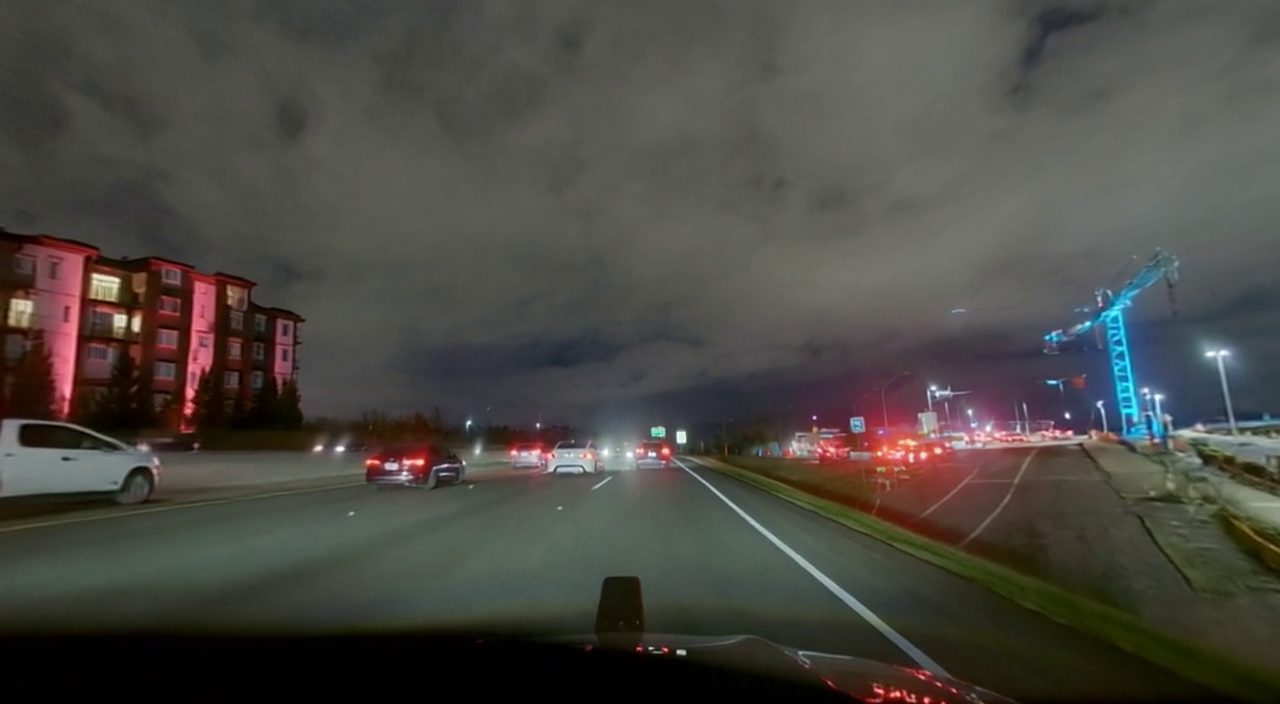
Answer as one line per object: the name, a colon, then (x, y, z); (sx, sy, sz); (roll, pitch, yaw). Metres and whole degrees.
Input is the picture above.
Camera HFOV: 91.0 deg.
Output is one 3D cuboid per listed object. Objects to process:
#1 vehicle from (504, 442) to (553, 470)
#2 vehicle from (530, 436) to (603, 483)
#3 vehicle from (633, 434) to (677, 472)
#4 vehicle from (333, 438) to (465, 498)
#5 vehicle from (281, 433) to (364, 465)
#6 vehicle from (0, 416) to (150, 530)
vehicle: (-6.371, 5.978, 36.404); (1.931, 1.505, 4.386); (0, -8, 1)
vehicle: (-2.754, 4.154, 24.644); (2.109, 1.657, 4.554); (0, -8, 3)
vehicle: (0.756, 5.171, 32.393); (2.116, 1.763, 4.352); (0, -8, 1)
vehicle: (-6.821, 3.314, 18.428); (1.959, 1.486, 4.460); (0, -8, 2)
vehicle: (-18.727, 5.759, 37.492); (1.983, 1.701, 5.236); (0, -8, 3)
vehicle: (-10.310, 1.832, 9.715); (1.934, 1.649, 4.338); (0, -8, 0)
